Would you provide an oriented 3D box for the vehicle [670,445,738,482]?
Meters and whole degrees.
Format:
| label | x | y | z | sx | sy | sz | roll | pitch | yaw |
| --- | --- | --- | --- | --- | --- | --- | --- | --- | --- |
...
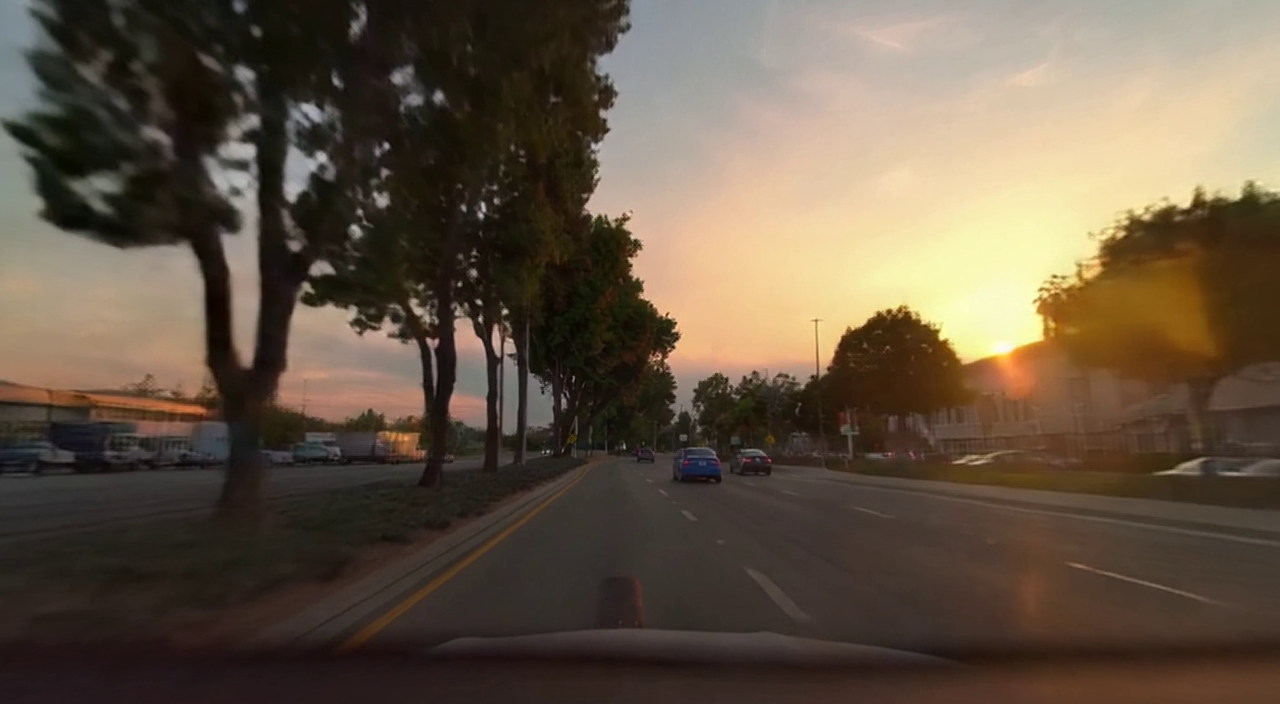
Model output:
| label | x | y | z | sx | sy | sz | roll | pitch | yaw |
| --- | --- | --- | --- | --- | --- | --- | --- | --- | --- |
| vehicle | 2.628 | 4.737 | 27.114 | 2.256 | 1.451 | 4.313 | 1 | -9 | -3 |

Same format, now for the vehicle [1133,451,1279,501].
| label | x | y | z | sx | sy | sz | roll | pitch | yaw |
| --- | --- | --- | --- | --- | --- | --- | --- | --- | --- |
| vehicle | 18.651 | 3.889 | 20.015 | 4.727 | 1.433 | 2.088 | 2 | -9 | -13 |

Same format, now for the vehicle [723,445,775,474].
| label | x | y | z | sx | sy | sz | roll | pitch | yaw |
| --- | --- | --- | --- | --- | --- | --- | --- | --- | --- |
| vehicle | 5.947 | 5.914 | 34.890 | 1.886 | 1.528 | 4.169 | 1 | -9 | -4 |

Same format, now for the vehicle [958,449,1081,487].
| label | x | y | z | sx | sy | sz | roll | pitch | yaw |
| --- | --- | --- | --- | --- | --- | --- | --- | --- | --- |
| vehicle | 16.511 | 5.011 | 27.443 | 4.486 | 1.532 | 1.939 | 3 | -9 | -15 |
